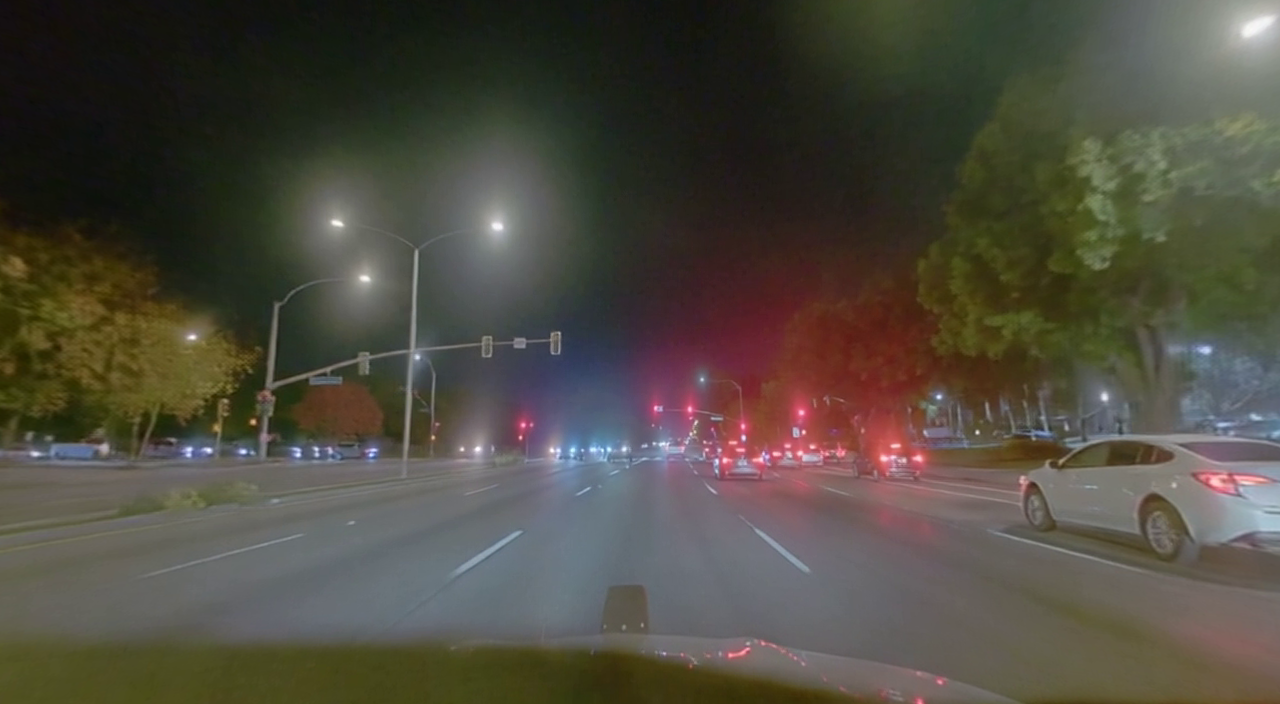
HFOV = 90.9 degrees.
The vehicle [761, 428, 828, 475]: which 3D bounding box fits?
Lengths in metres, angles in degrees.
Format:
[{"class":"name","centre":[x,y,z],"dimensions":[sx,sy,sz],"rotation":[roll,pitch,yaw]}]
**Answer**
[{"class":"vehicle","centre":[7.735,5.041,32.149],"dimensions":[2.186,2.202,5.426],"rotation":[0,-8,2]}]

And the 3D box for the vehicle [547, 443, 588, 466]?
[{"class":"vehicle","centre":[-4.978,7.084,43.848],"dimensions":[2.004,1.529,4.319],"rotation":[-1,-8,4]}]

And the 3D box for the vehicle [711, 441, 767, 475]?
[{"class":"vehicle","centre":[4.947,5.362,32.244],"dimensions":[2.292,1.563,4.734],"rotation":[0,-8,2]}]

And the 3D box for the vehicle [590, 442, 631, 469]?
[{"class":"vehicle","centre":[-1.729,6.192,38.046],"dimensions":[1.958,1.542,4.175],"rotation":[-1,-8,5]}]

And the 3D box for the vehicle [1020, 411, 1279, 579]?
[{"class":"vehicle","centre":[7.385,1.677,8.301],"dimensions":[2.051,1.620,4.702],"rotation":[-1,-8,4]}]

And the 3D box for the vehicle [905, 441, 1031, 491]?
[{"class":"vehicle","centre":[11.205,3.894,21.987],"dimensions":[1.963,1.513,4.600],"rotation":[0,-8,1]}]
